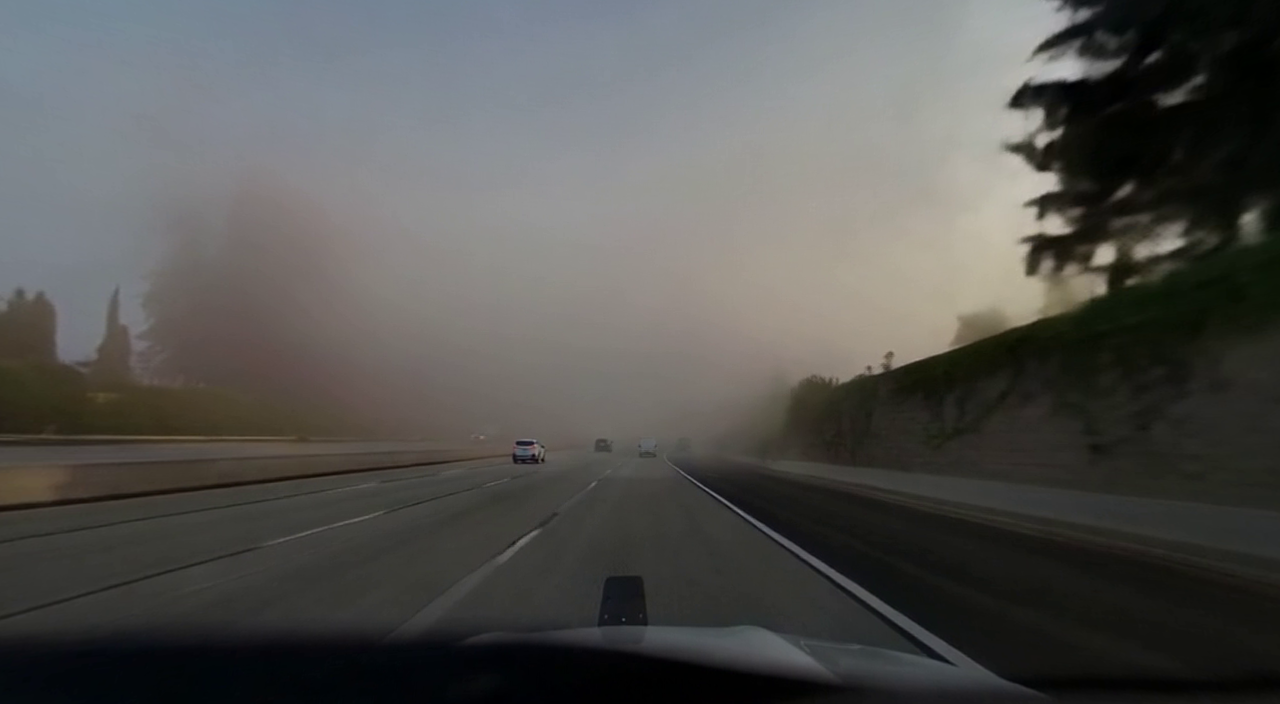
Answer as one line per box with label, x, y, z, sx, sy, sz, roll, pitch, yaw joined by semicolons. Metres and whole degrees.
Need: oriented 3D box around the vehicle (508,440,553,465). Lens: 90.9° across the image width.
vehicle;-6.886;6.372;40.151;1.966;1.488;4.243;-1;-9;2
